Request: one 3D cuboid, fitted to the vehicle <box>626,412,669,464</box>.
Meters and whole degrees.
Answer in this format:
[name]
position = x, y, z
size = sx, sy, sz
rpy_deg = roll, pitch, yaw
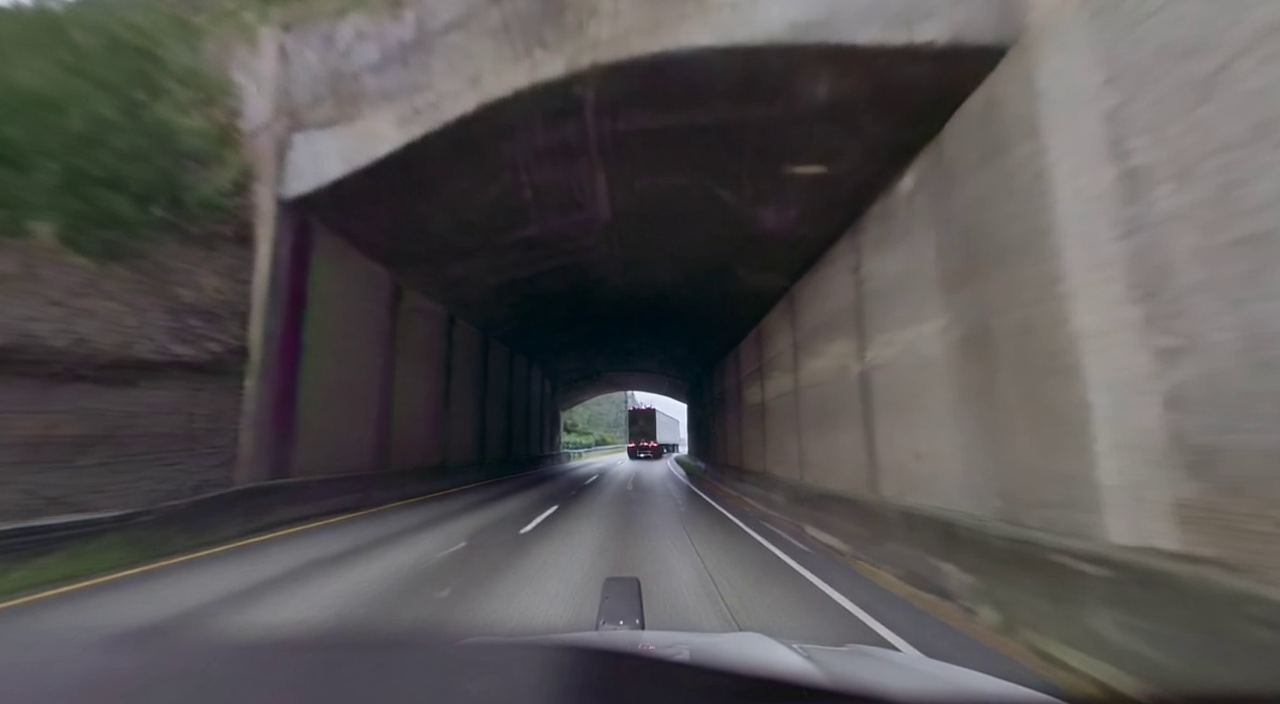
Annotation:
[vehicle]
position = 0.761, 6.676, 48.374
size = 2.915, 3.468, 11.233
rpy_deg = -1, -9, 2
